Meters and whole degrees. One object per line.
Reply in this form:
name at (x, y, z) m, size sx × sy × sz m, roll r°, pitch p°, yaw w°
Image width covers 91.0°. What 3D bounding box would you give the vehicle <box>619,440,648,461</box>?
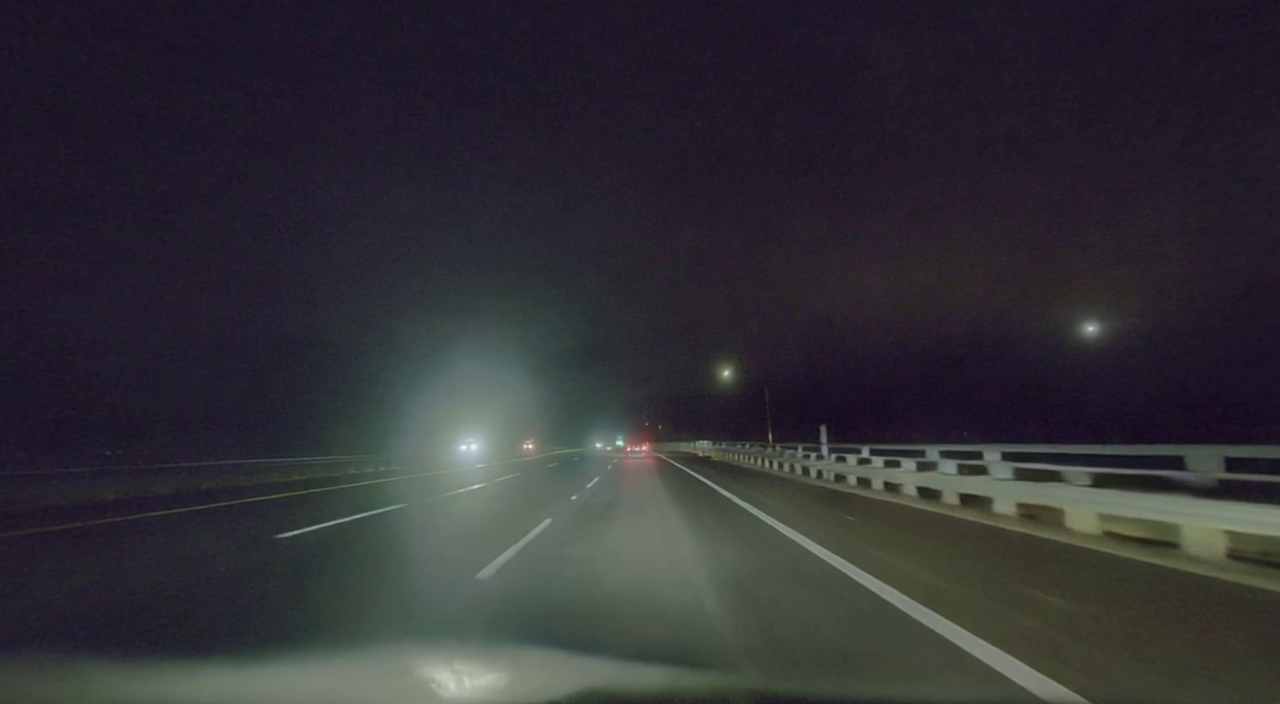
vehicle at (-0.487, 7.530, 48.134) m, size 2.083 × 1.524 × 4.251 m, roll 0°, pitch -8°, yaw 0°
